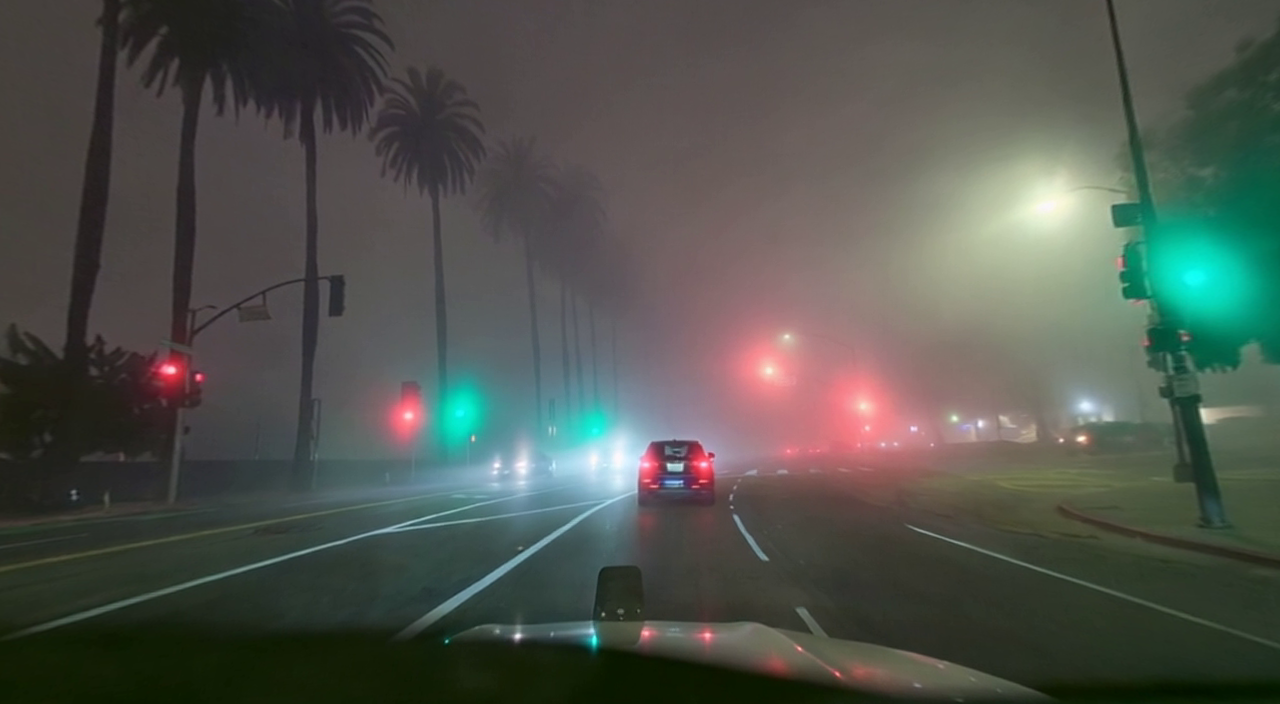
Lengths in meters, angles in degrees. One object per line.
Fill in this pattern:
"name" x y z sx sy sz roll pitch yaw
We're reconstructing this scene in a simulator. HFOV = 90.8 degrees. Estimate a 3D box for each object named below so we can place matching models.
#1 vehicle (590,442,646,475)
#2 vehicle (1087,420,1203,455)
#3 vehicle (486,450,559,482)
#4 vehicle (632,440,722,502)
"vehicle" -1.158 5.926 35.400 2.013 1.746 4.366 -2 -9 14
"vehicle" 28.032 4.759 35.139 5.049 1.861 2.081 1 -9 -10
"vehicle" -5.858 5.741 32.141 2.012 1.467 4.592 -2 -9 12
"vehicle" 1.157 3.210 17.481 2.096 1.492 4.071 -1 -9 9
